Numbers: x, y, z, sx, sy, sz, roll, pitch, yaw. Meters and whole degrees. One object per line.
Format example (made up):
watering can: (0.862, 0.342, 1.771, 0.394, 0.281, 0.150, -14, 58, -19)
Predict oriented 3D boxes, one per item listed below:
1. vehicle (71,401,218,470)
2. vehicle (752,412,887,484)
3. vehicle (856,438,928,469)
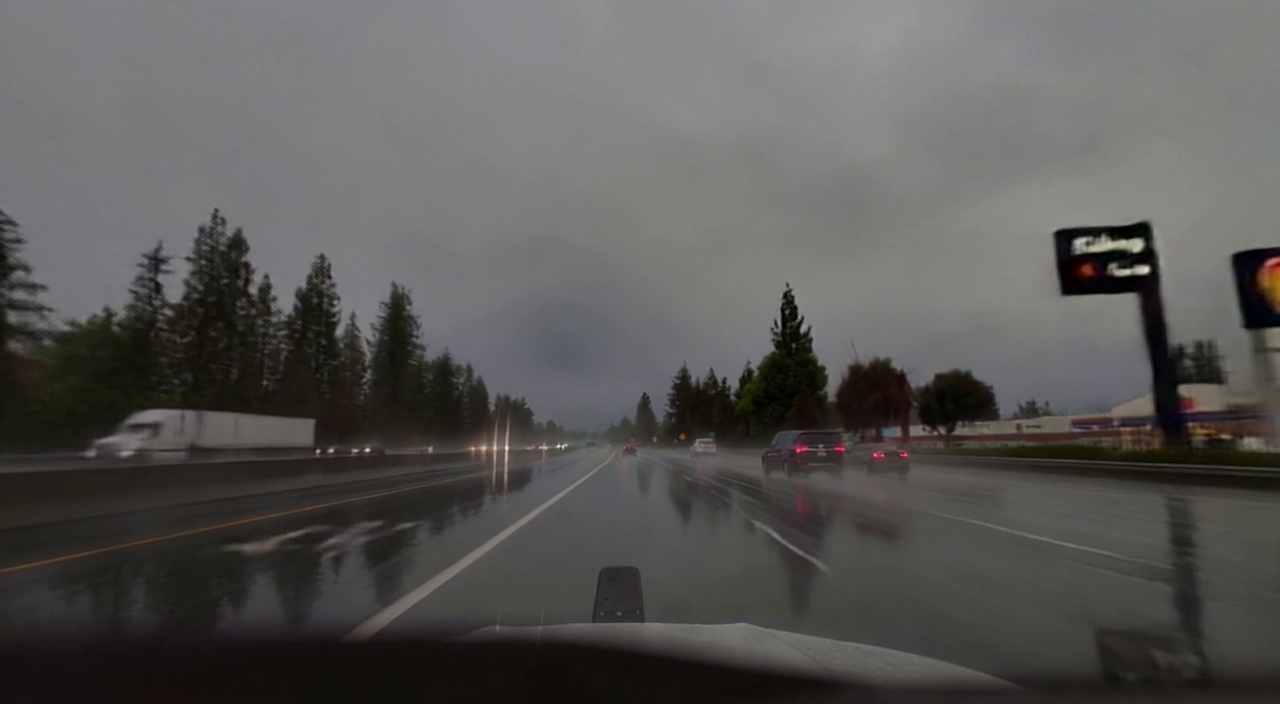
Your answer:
vehicle: (-32.233, 5.569, 41.546, 3.052, 4.072, 8.144, 0, -8, -2)
vehicle: (6.608, 3.741, 24.720, 2.779, 2.339, 8.073, 0, -8, -1)
vehicle: (13.907, 5.632, 35.074, 2.072, 1.611, 4.387, 0, -8, -2)
